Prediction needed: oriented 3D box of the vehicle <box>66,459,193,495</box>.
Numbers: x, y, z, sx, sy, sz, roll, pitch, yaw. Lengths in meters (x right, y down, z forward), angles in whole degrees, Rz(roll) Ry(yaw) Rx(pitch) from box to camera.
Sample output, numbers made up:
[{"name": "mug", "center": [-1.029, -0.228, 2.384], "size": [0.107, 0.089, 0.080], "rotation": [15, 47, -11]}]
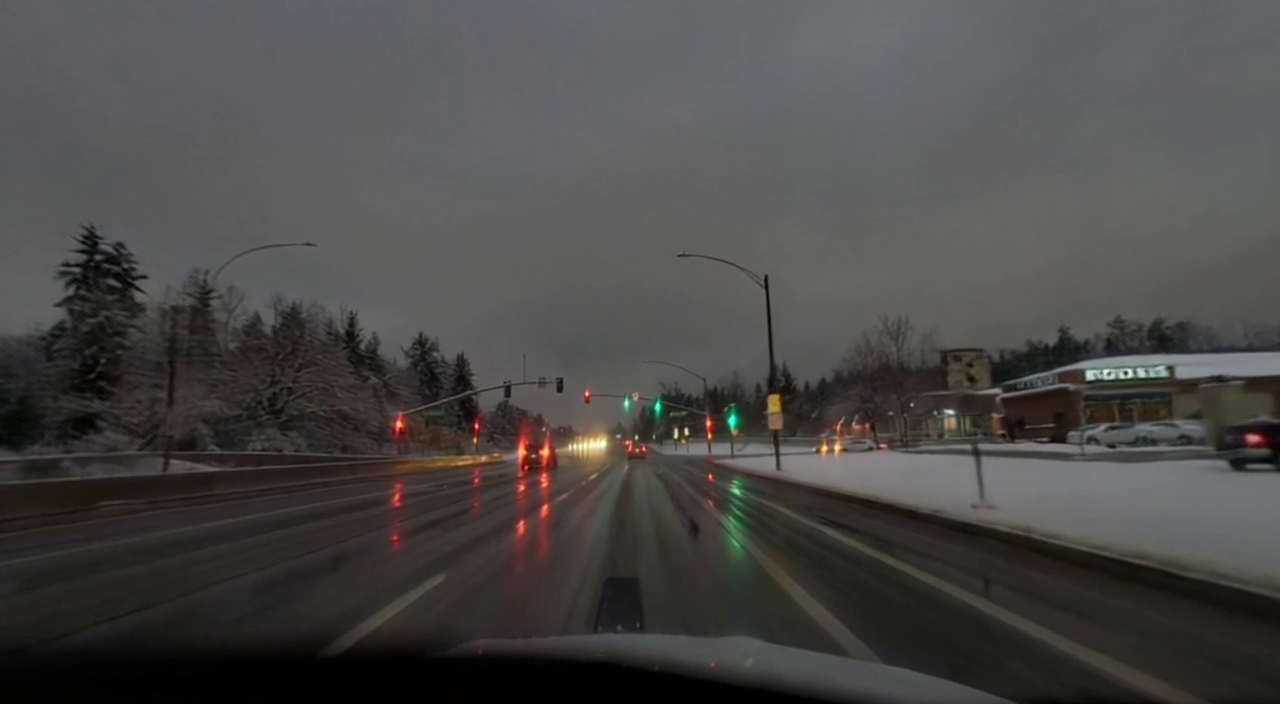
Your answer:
[{"name": "vehicle", "center": [-24.608, 6.009, 30.570], "size": [4.435, 1.613, 1.928], "rotation": [0, -8, 1]}]

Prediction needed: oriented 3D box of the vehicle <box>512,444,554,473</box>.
[{"name": "vehicle", "center": [-5.816, 5.806, 34.689], "size": [1.928, 1.451, 4.219], "rotation": [0, -9, -5]}]

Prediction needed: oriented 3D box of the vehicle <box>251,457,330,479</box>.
[{"name": "vehicle", "center": [-24.809, 8.230, 44.984], "size": [4.403, 1.465, 1.928], "rotation": [0, -9, -3]}]

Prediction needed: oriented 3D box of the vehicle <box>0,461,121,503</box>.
[{"name": "vehicle", "center": [-24.553, 5.317, 25.986], "size": [4.644, 1.607, 1.900], "rotation": [0, -8, 0]}]
